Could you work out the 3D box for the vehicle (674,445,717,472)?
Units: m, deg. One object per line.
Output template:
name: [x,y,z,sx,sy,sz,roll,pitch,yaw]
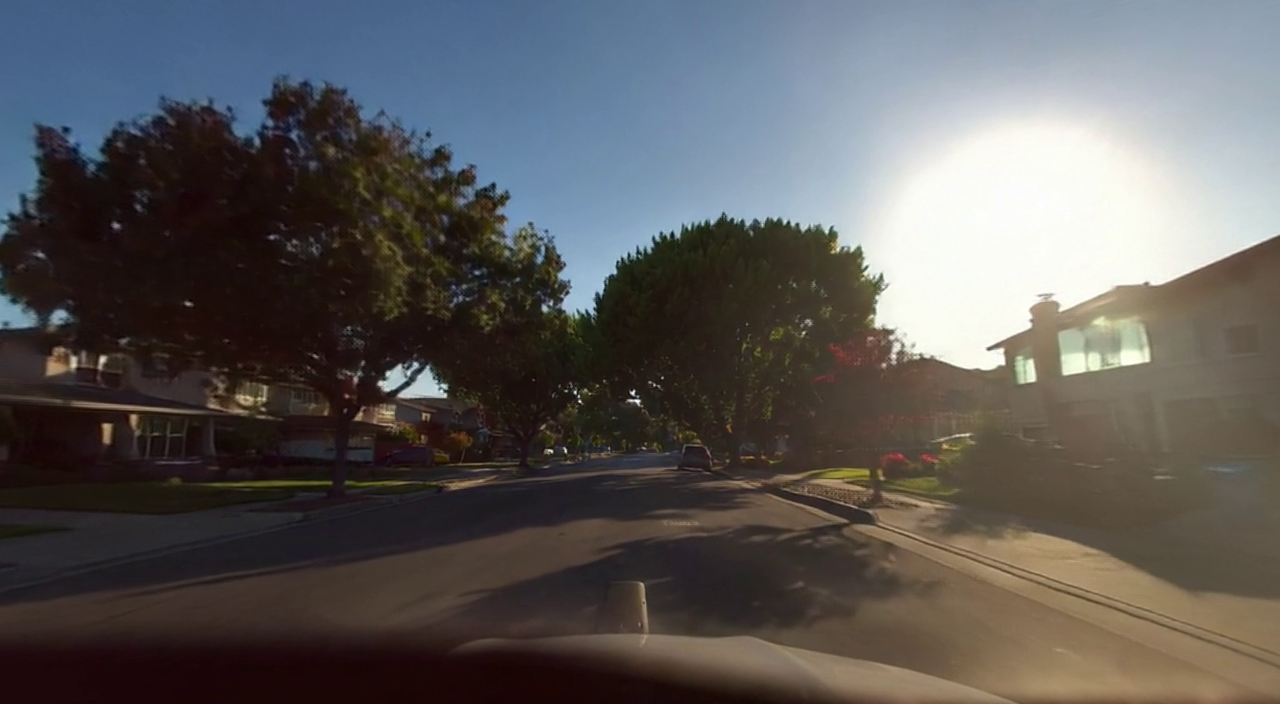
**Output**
vehicle: [3.422,6.673,39.713,2.136,1.596,4.790,0,-9,-2]
